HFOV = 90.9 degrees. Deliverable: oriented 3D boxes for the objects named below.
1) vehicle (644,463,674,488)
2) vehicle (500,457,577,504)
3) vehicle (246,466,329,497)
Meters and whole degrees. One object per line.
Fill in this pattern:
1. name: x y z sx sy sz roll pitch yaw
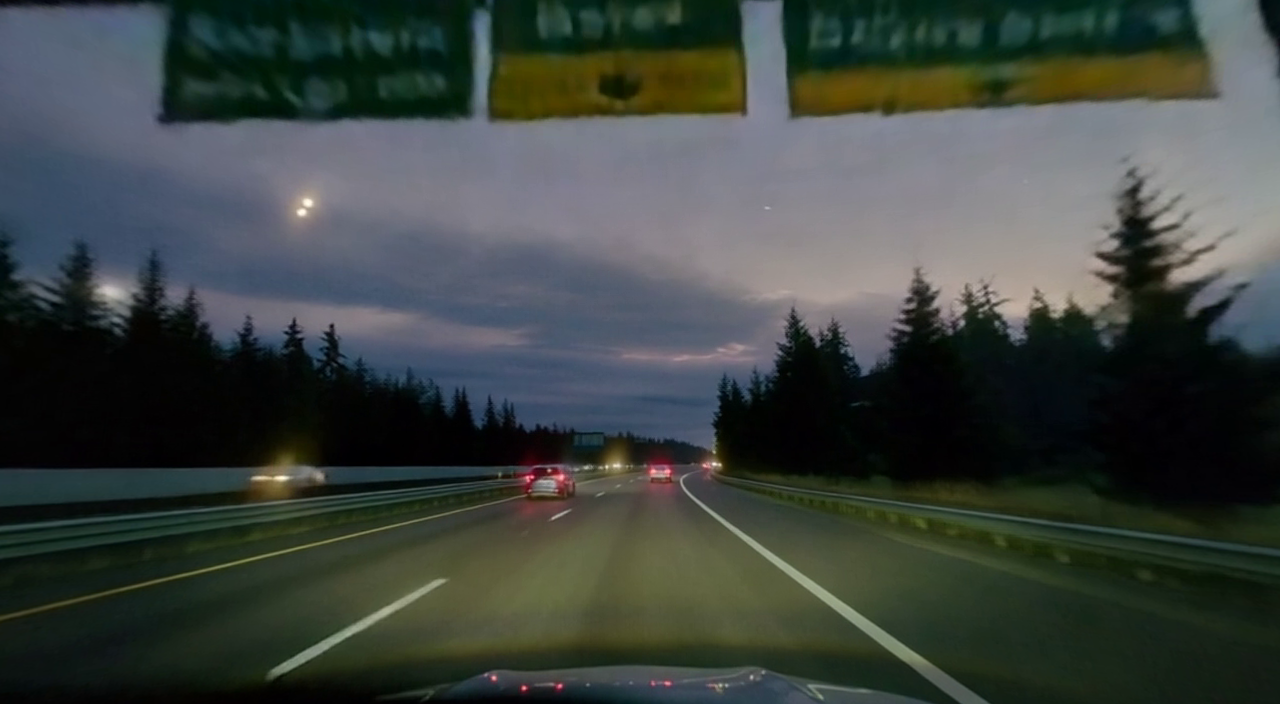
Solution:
1. vehicle: 1.390 8.721 44.618 2.000 1.594 3.996 1 -10 2
2. vehicle: -3.732 4.880 24.098 2.063 1.556 4.740 1 -10 1
3. vehicle: -18.003 6.624 32.416 1.760 1.442 4.112 1 -10 2
